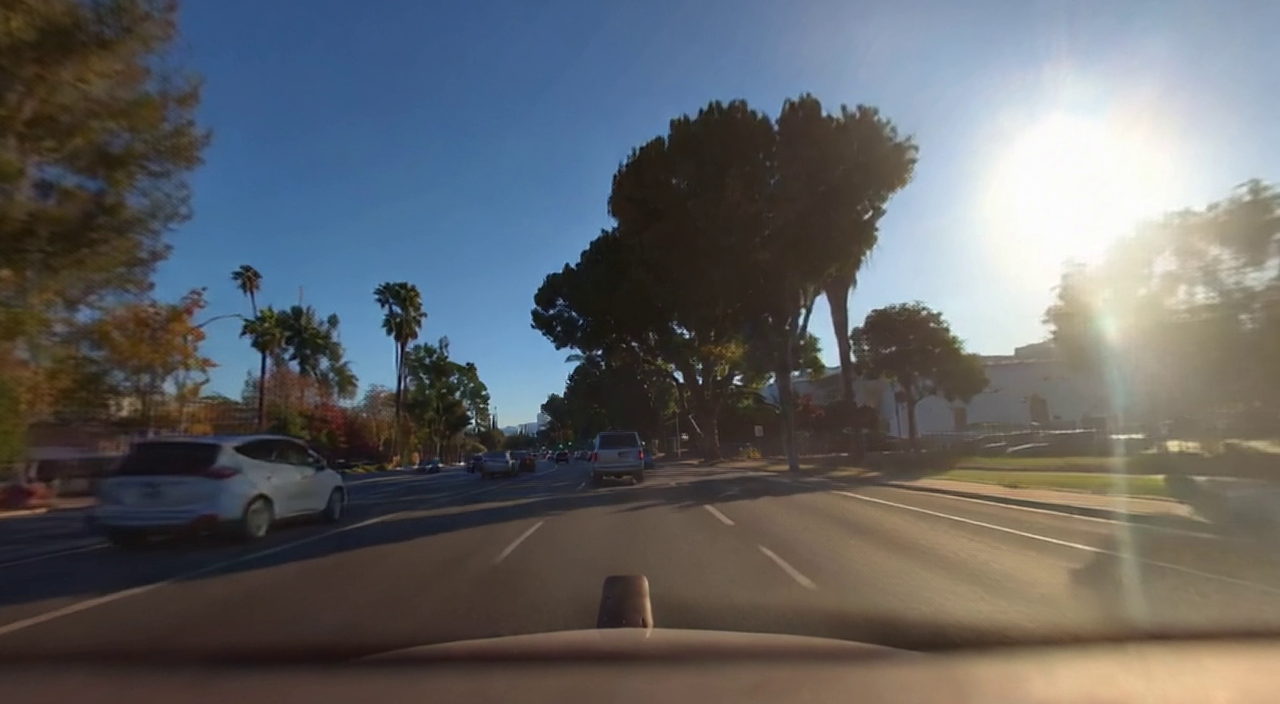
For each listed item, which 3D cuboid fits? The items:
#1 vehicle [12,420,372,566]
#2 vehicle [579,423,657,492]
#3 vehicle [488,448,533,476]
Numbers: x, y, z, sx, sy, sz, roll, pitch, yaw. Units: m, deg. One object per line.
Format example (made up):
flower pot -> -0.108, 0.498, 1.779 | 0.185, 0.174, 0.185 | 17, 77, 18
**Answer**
vehicle -> -6.247, 2.003, 9.736 | 2.235, 1.682, 4.662 | 0, -9, -2
vehicle -> -0.971, 3.835, 23.152 | 2.507, 2.161, 6.049 | 1, -9, -5
vehicle -> -7.827, 6.673, 38.224 | 2.016, 1.576, 4.215 | 0, -9, -3
